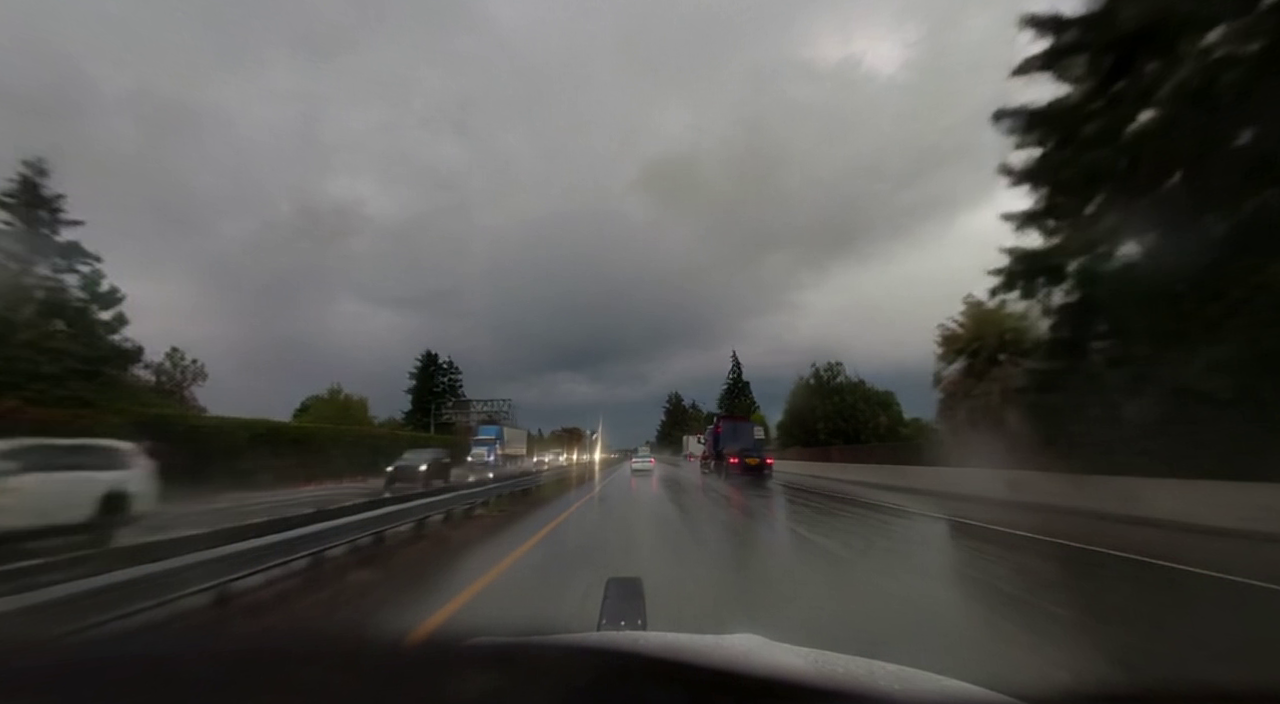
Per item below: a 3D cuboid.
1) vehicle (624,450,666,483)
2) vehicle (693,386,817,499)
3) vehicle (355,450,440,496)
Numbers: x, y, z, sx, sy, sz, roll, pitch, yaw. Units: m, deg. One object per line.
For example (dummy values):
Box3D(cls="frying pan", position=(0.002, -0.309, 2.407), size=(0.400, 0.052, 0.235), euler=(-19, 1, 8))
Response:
Box3D(cls="vehicle", position=(0.234, 5.576, 30.930), size=(1.939, 1.495, 3.612), euler=(0, -9, 0))
Box3D(cls="vehicle", position=(4.281, 3.911, 26.761), size=(2.885, 3.679, 12.102), euler=(0, -9, 0))
Box3D(cls="vehicle", position=(-9.055, 4.504, 23.827), size=(1.781, 1.564, 3.547), euler=(0, -9, 0))
